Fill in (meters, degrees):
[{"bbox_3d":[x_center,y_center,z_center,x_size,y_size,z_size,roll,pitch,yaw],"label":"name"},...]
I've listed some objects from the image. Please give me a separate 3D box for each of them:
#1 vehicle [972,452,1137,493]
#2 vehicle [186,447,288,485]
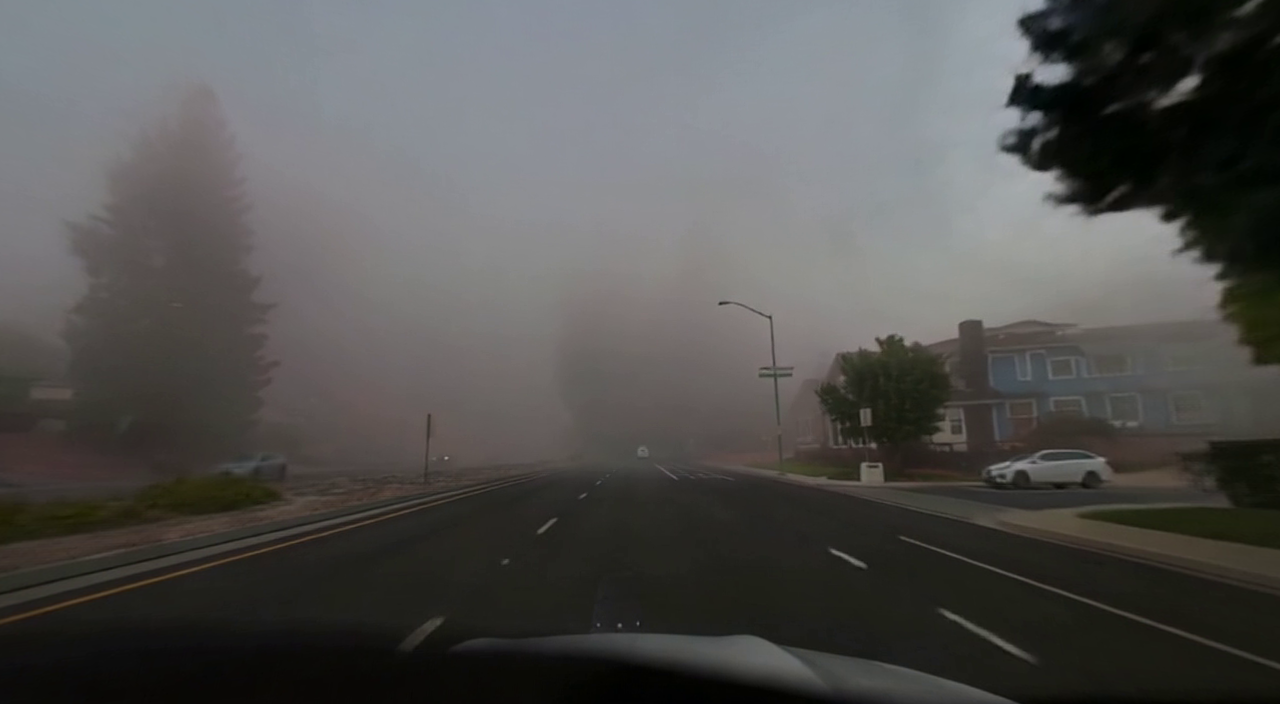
[{"bbox_3d":[15.977,4.650,24.555,4.913,1.470,2.045,0,-8,0],"label":"vehicle"},{"bbox_3d":[-19.875,5.609,31.478,1.954,1.716,4.676,0,-8,0],"label":"vehicle"}]
